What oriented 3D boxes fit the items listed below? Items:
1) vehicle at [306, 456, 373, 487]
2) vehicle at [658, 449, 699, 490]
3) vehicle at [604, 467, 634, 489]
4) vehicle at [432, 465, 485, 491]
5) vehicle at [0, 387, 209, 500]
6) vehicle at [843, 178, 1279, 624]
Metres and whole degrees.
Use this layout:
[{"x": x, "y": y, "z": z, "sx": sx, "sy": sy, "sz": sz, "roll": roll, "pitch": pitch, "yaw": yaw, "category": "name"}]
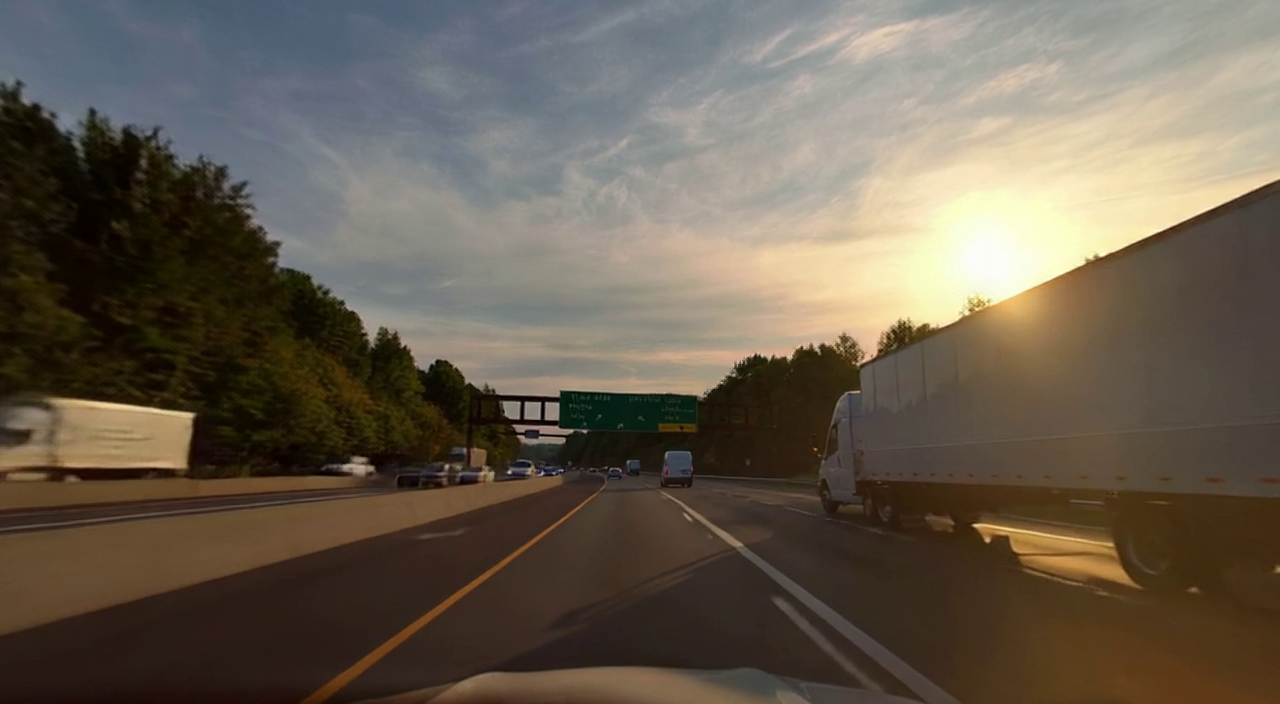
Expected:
[{"x": -18.223, "y": 7.260, "z": 38.295, "sx": 1.935, "sy": 1.757, "sz": 4.412, "roll": 1, "pitch": -10, "yaw": -1, "category": "vehicle"}, {"x": 2.624, "y": 8.308, "z": 44.357, "sx": 2.291, "sy": 2.639, "sz": 5.280, "roll": 1, "pitch": -10, "yaw": -3, "category": "vehicle"}, {"x": -1.566, "y": 9.362, "z": 46.783, "sx": 2.106, "sy": 1.524, "sz": 4.381, "roll": 1, "pitch": -10, "yaw": -1, "category": "vehicle"}, {"x": -10.754, "y": 7.486, "z": 37.525, "sx": 1.934, "sy": 1.439, "sz": 4.241, "roll": 1, "pitch": -10, "yaw": 0, "category": "vehicle"}, {"x": -22.493, "y": 3.795, "z": 24.945, "sx": 2.722, "sy": 3.659, "sz": 11.187, "roll": 1, "pitch": -10, "yaw": 0, "category": "vehicle"}, {"x": 7.382, "y": 1.398, "z": 10.955, "sx": 2.866, "sy": 4.102, "sz": 14.351, "roll": 1, "pitch": -10, "yaw": 0, "category": "vehicle"}]
